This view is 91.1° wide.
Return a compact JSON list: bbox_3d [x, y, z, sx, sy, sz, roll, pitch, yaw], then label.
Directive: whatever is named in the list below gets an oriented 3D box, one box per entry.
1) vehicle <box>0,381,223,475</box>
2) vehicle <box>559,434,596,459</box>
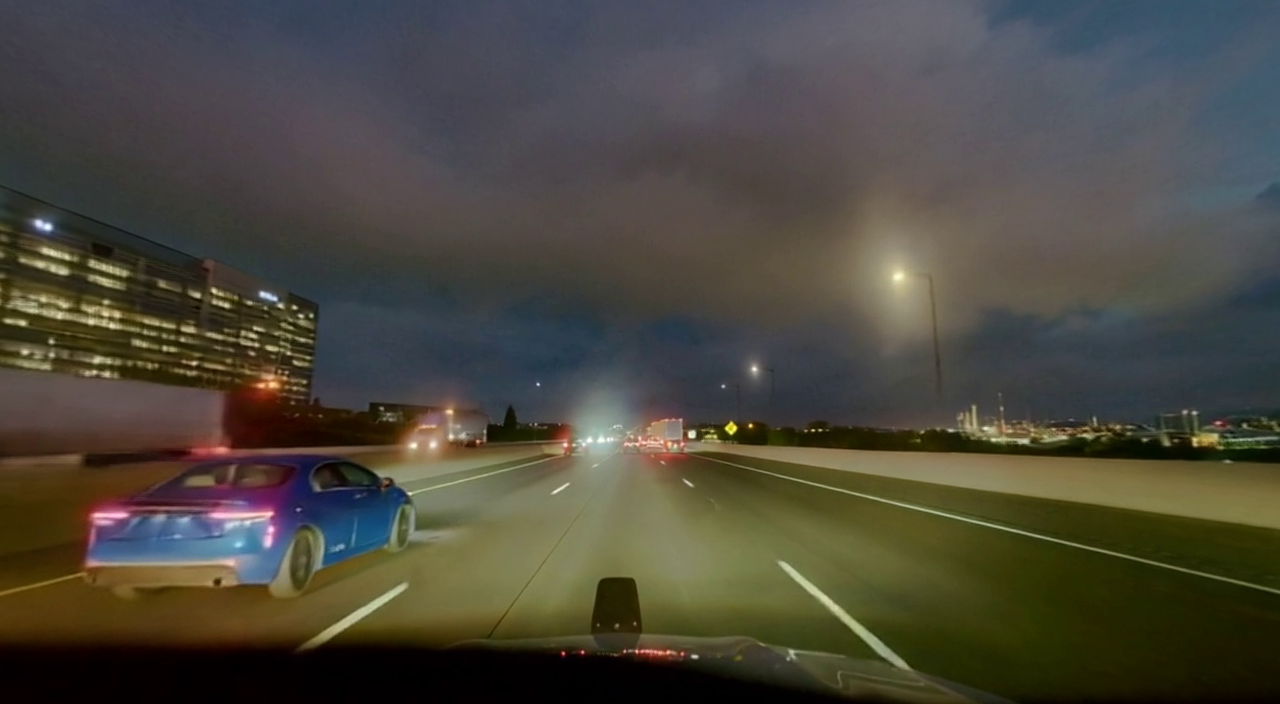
[{"bbox_3d":[-21.055,3.173,25.771,2.736,3.286,7.373,0,-8,0],"label":"vehicle"},{"bbox_3d":[-4.342,6.663,44.261,2.271,1.626,4.463,0,-8,-1],"label":"vehicle"}]
